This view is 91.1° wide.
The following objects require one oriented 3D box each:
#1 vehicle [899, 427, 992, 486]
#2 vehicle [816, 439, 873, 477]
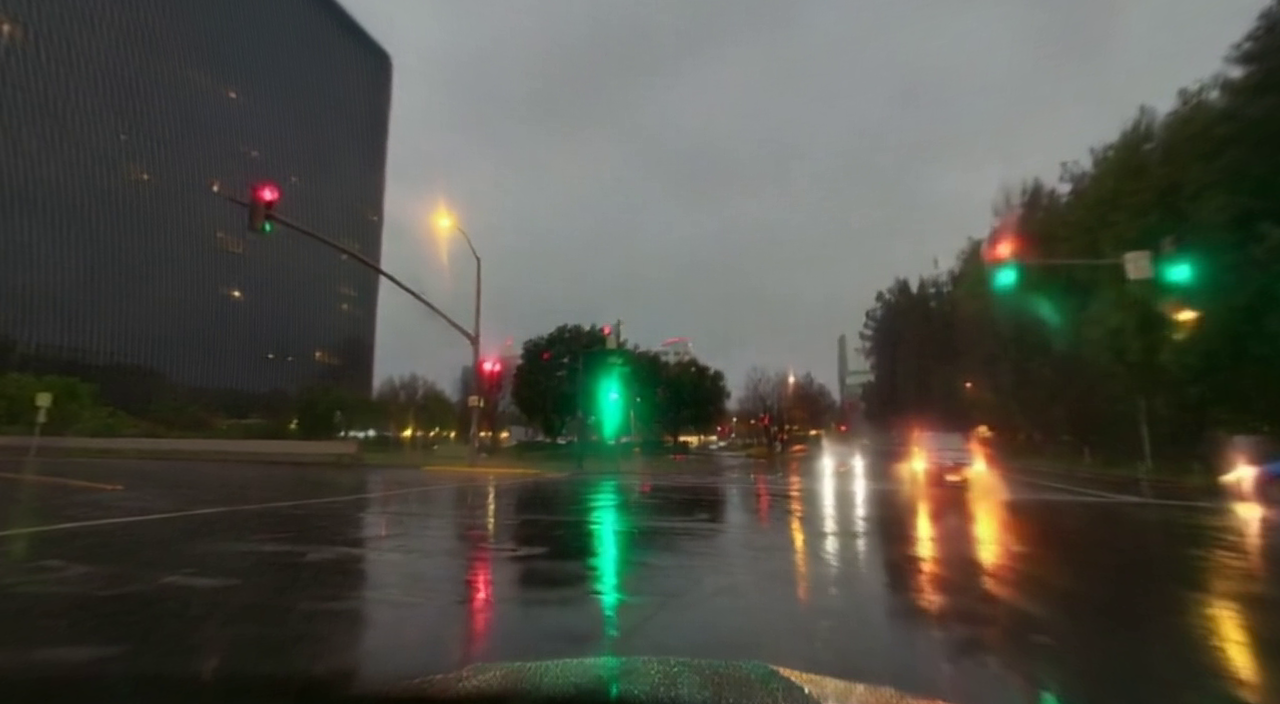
[{"bbox_3d":[9.890,3.401,20.705,2.018,1.699,4.751,-3,-9,18],"label":"vehicle"},{"bbox_3d":[9.053,4.585,27.548,2.068,1.486,4.664,-3,-9,21],"label":"vehicle"}]
